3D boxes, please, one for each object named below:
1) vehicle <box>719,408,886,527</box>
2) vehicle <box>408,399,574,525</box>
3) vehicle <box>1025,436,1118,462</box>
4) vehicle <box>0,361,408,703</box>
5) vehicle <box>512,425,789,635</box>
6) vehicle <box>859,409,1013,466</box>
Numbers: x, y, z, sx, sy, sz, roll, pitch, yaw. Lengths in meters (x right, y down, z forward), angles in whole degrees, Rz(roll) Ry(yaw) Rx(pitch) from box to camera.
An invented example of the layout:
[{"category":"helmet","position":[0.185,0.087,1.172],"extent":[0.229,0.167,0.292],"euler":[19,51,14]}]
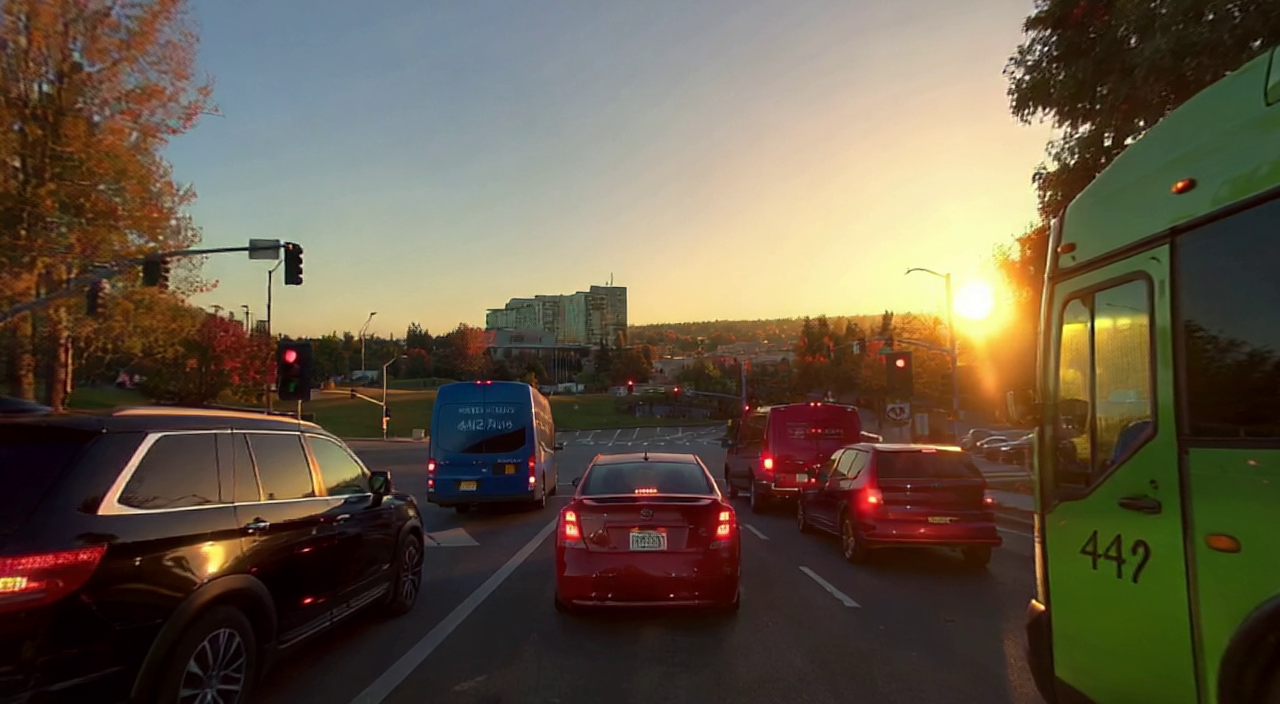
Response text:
[{"category":"vehicle","position":[3.153,2.397,13.666],"extent":[2.143,2.036,5.367],"euler":[0,-8,0]},{"category":"vehicle","position":[-2.932,2.352,13.945],"extent":[2.335,2.221,5.165],"euler":[0,-8,1]},{"category":"vehicle","position":[25.869,5.824,37.972],"extent":[4.229,1.489,1.794],"euler":[0,-8,-1]},{"category":"vehicle","position":[-3.411,1.177,4.618],"extent":[1.921,1.701,3.989],"euler":[0,-8,0]},{"category":"vehicle","position":[0.065,1.548,6.405],"extent":[1.976,1.485,3.624],"euler":[0,-8,0]},{"category":"vehicle","position":[17.595,5.130,37.914],"extent":[7.839,3.213,2.628],"euler":[0,-8,-3]}]
